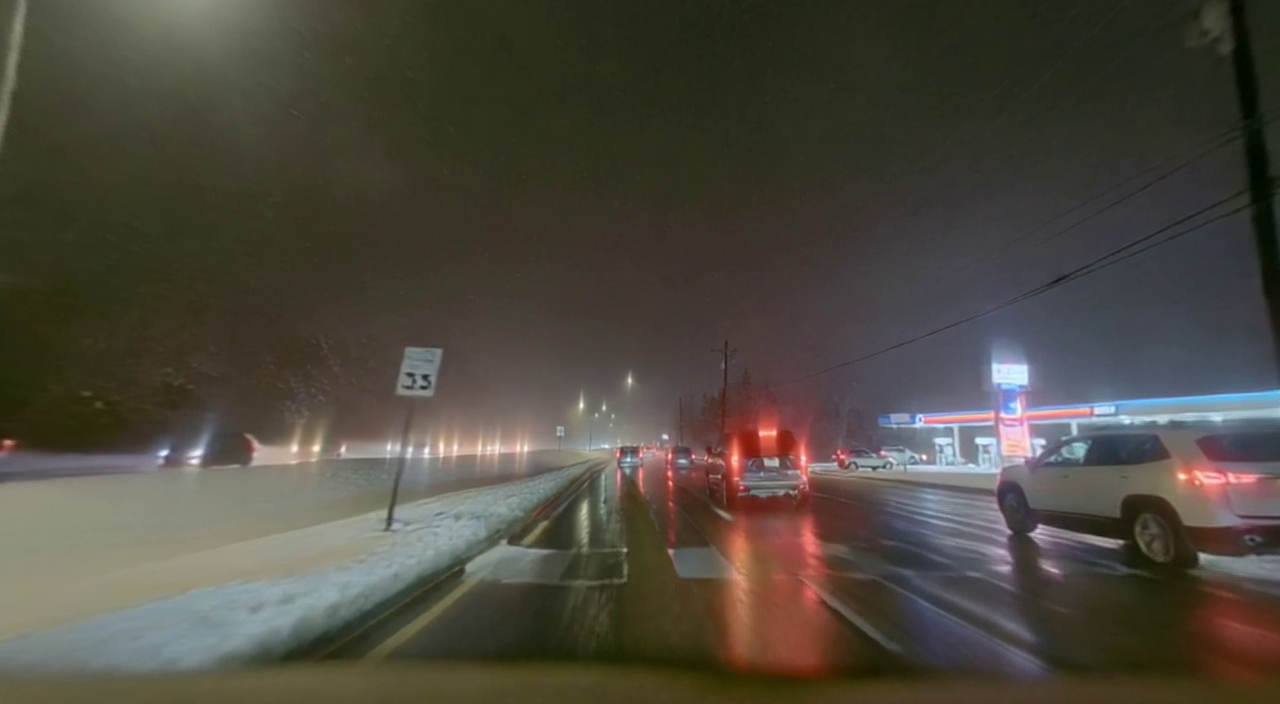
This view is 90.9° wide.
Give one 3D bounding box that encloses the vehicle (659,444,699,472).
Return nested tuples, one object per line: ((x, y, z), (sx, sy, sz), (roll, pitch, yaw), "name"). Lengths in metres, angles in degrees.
((2.318, 6.357, 38.136), (2.012, 1.612, 4.114), (0, -8, -2), "vehicle")

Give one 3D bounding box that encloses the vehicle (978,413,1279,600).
((6.239, 1.644, 7.655), (1.881, 1.604, 4.289), (0, -8, 0), "vehicle")

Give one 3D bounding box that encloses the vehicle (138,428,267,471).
((-18.212, 4.076, 26.564), (2.081, 1.654, 4.576), (0, -8, 1), "vehicle")

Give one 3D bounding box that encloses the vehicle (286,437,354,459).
((-21.816, 6.562, 43.188), (2.124, 1.459, 4.591), (0, -8, 2), "vehicle")

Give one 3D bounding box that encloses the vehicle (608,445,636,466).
((-1.367, 8.182, 49.975), (2.107, 1.527, 4.174), (0, -8, -1), "vehicle")

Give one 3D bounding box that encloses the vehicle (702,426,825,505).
((3.043, 2.913, 16.702), (2.184, 1.777, 4.712), (0, -8, -1), "vehicle")
